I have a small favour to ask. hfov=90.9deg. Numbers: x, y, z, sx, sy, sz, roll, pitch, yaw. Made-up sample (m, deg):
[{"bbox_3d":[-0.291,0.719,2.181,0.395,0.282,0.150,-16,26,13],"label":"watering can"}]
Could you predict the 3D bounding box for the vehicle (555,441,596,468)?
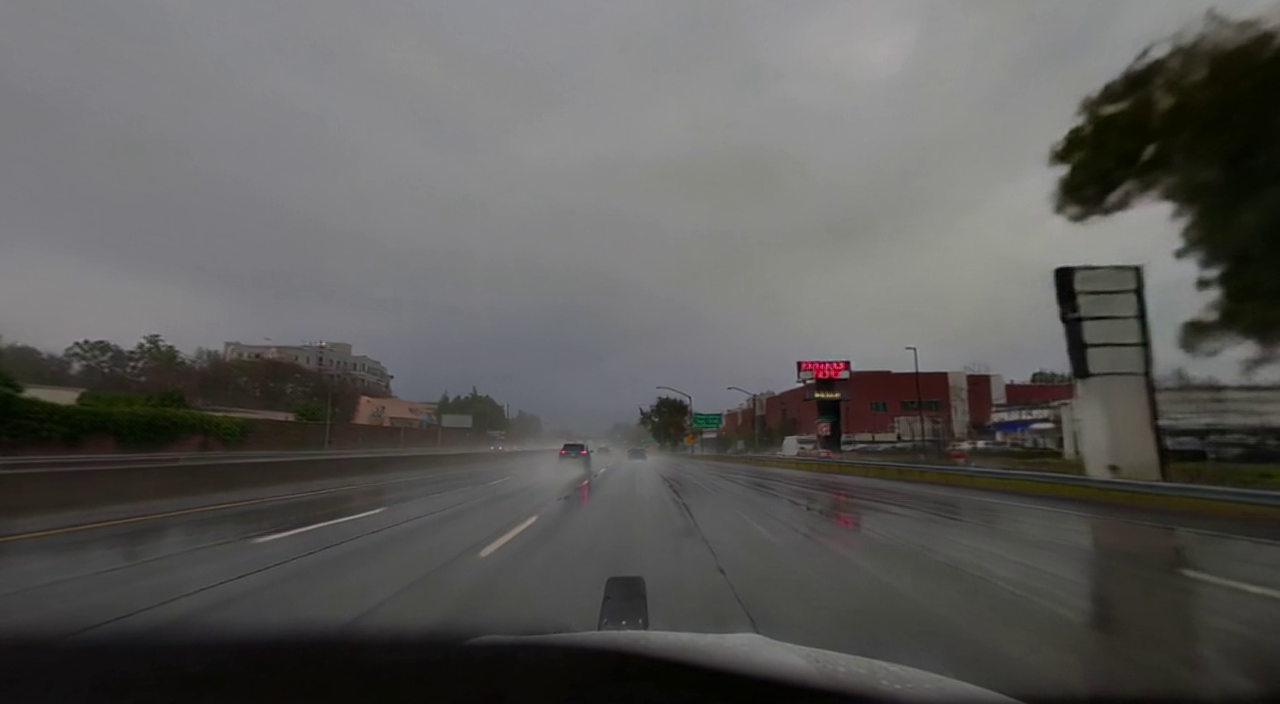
[{"bbox_3d":[-4.327,6.964,43.232,2.236,1.736,5.585,0,-8,0],"label":"vehicle"}]
